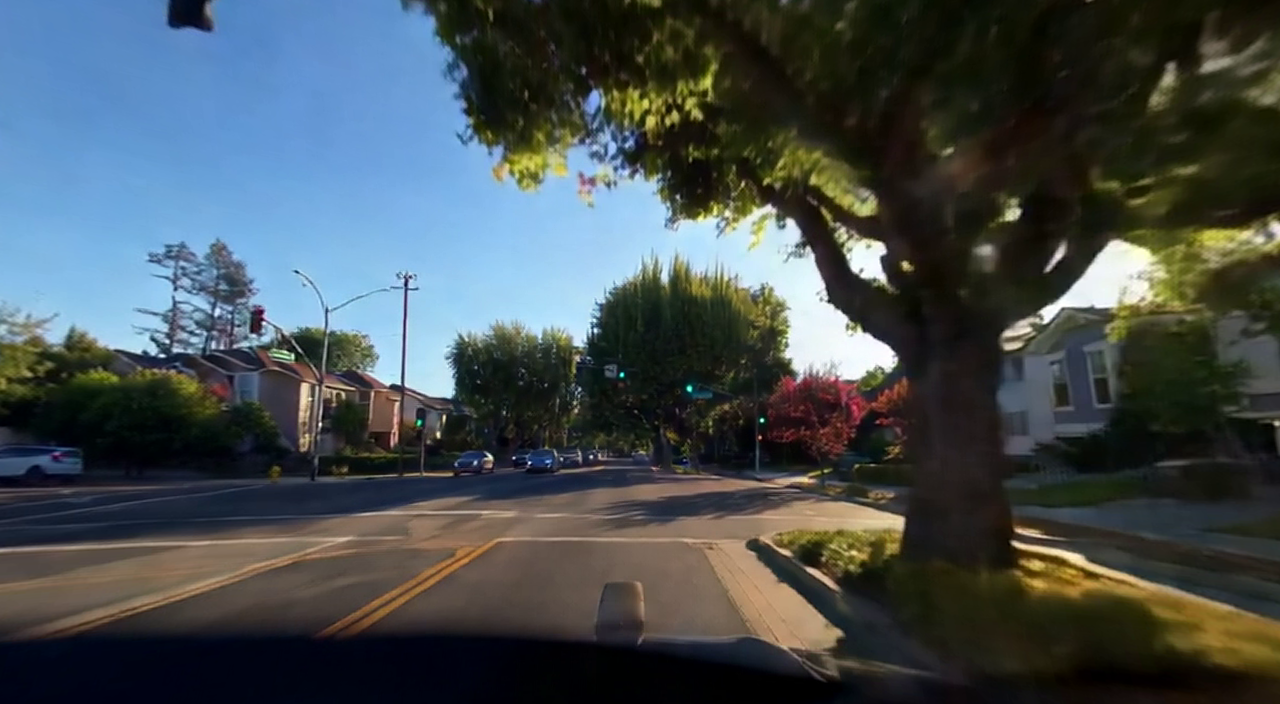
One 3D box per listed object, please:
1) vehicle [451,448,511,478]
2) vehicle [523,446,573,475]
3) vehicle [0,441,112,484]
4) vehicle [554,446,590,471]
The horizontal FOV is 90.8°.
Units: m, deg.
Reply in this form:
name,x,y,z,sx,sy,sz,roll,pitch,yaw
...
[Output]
name,x,y,z,sx,sy,sz,roll,pitch,yaw
vehicle,-8.459,5.956,34.101,1.985,1.475,4.383,0,-8,2
vehicle,-4.978,5.909,34.616,2.003,1.462,4.220,0,-8,1
vehicle,-26.360,4.779,27.429,4.802,1.776,2.090,1,-8,-5
vehicle,-4.669,7.360,43.879,1.999,1.652,3.962,0,-8,1
